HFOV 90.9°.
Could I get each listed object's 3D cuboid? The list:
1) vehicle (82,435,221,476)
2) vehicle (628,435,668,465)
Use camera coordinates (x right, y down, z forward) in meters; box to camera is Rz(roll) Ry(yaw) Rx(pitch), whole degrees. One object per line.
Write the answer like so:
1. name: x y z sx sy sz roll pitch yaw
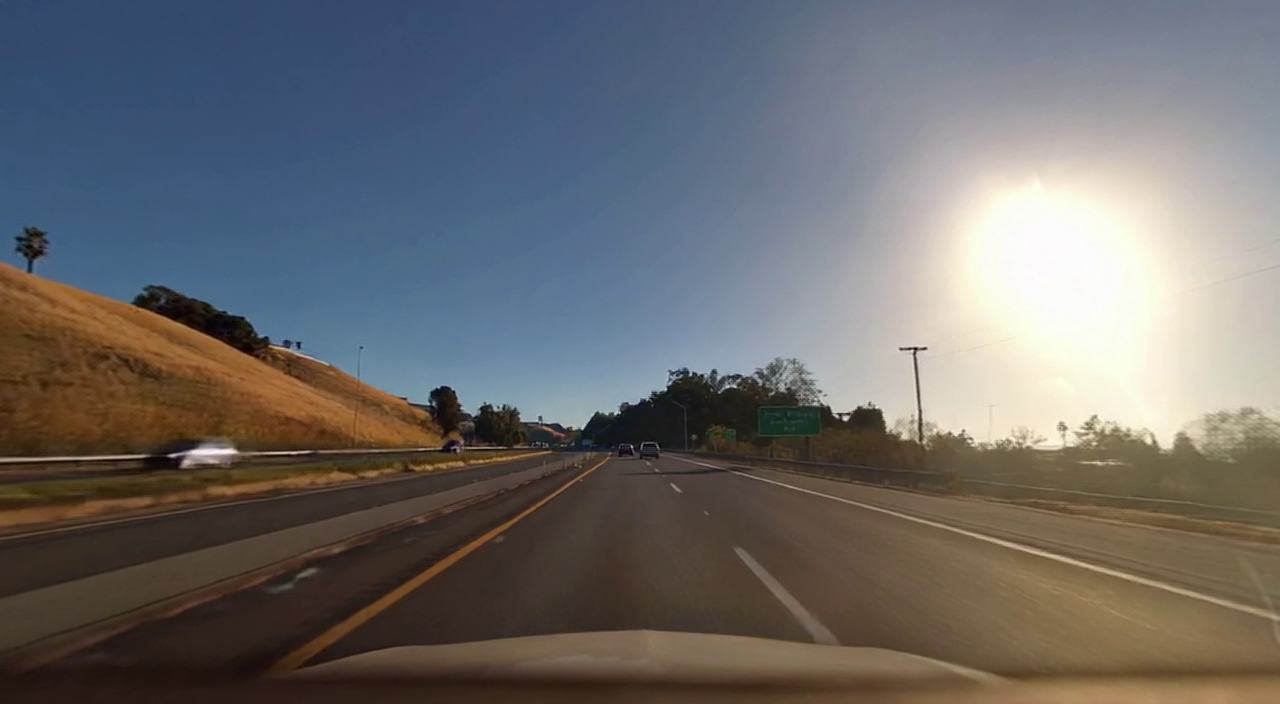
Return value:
1. vehicle: -20.522 4.360 26.846 2.042 1.524 4.936 -1 -9 -1
2. vehicle: 0.469 6.777 43.672 2.431 1.916 4.808 0 -9 -3
